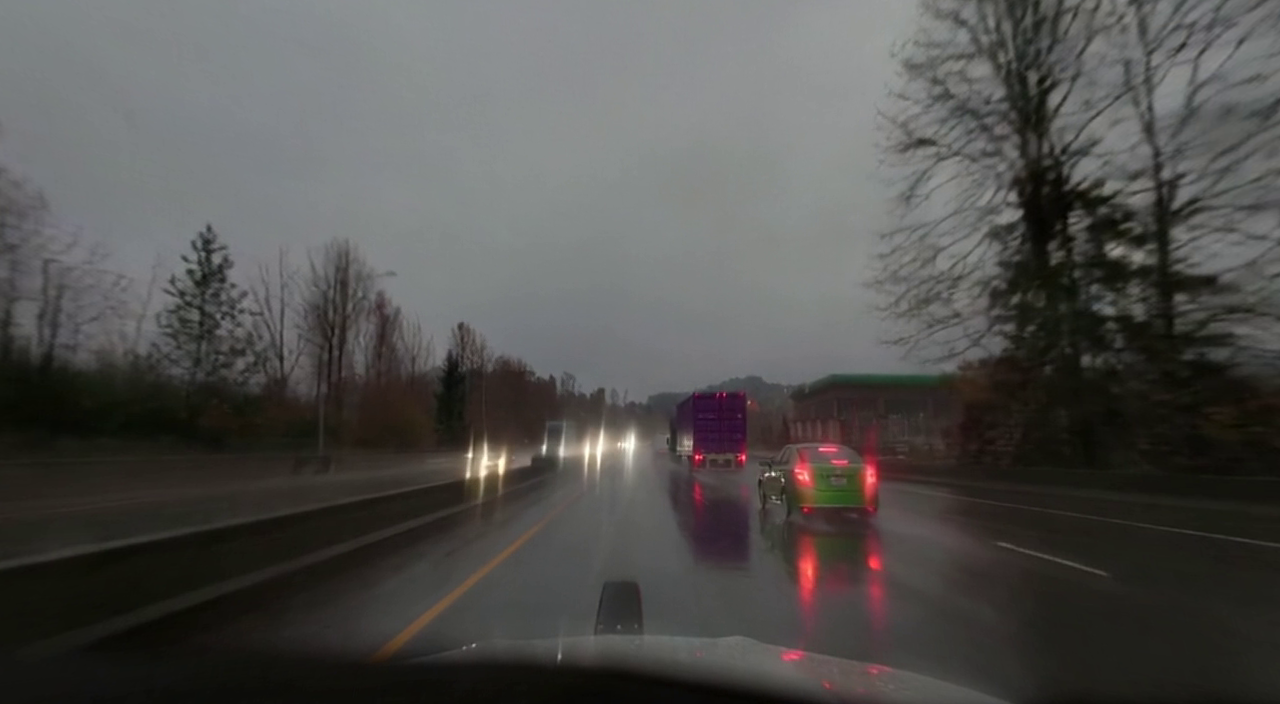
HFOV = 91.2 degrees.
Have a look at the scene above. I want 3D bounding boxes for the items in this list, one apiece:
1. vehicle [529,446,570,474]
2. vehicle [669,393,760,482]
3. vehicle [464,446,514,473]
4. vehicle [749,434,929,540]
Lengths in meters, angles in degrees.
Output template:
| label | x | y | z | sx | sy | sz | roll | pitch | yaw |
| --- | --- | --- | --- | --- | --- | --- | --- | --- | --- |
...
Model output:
| label | x | y | z | sx | sy | sz | roll | pitch | yaw |
| --- | --- | --- | --- | --- | --- | --- | --- | --- | --- |
| vehicle | -5.310 | 6.392 | 37.218 | 1.817 | 1.539 | 3.879 | -1 | -9 | 1 |
| vehicle | 3.308 | 4.516 | 32.383 | 2.916 | 3.563 | 14.462 | 0 | -9 | 0 |
| vehicle | -9.200 | 6.594 | 38.541 | 1.903 | 1.521 | 4.161 | -1 | -9 | 2 |
| vehicle | 3.342 | 2.334 | 11.421 | 1.971 | 1.558 | 3.834 | 0 | -9 | 0 |
